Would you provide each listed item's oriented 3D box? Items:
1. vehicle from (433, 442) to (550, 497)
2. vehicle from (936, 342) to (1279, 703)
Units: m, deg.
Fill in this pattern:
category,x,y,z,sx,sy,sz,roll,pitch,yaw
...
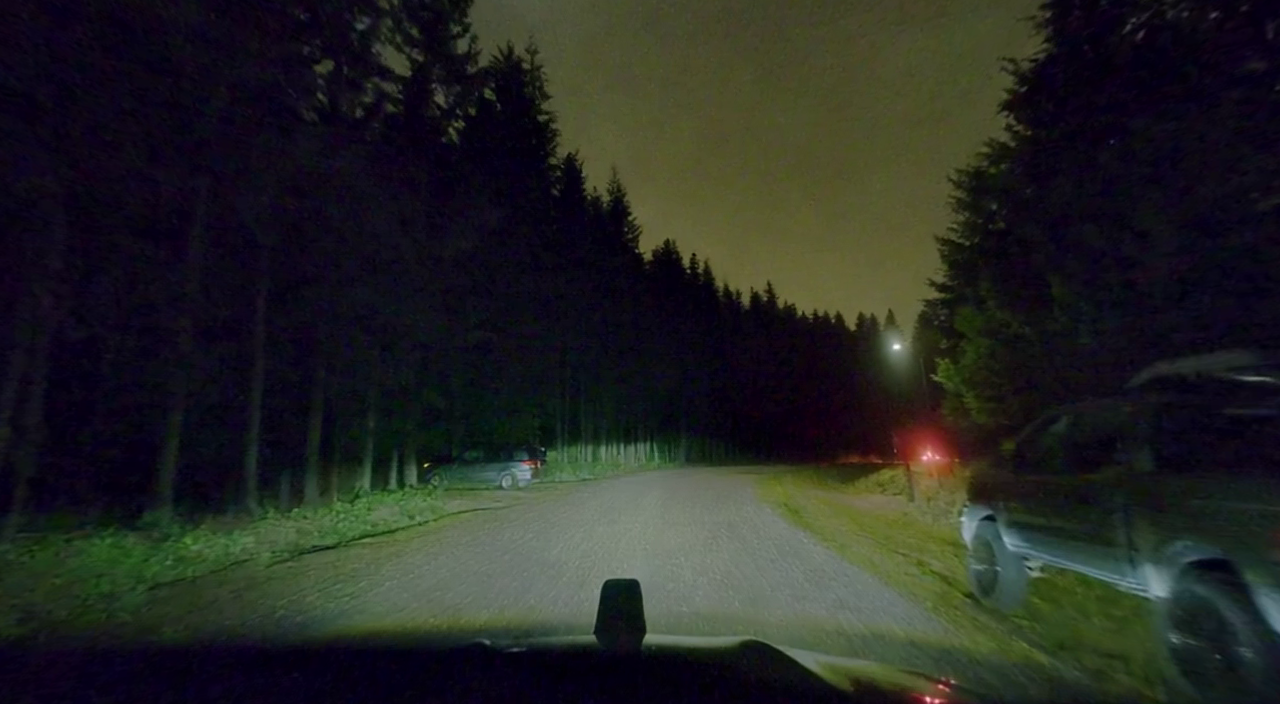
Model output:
category,x,y,z,sx,sy,sz,roll,pitch,yaw
vehicle,-4.521,3.662,20.049,2.166,1.512,4.822,-1,-8,5
vehicle,3.894,1.034,3.808,2.034,1.841,4.713,-1,-8,3
